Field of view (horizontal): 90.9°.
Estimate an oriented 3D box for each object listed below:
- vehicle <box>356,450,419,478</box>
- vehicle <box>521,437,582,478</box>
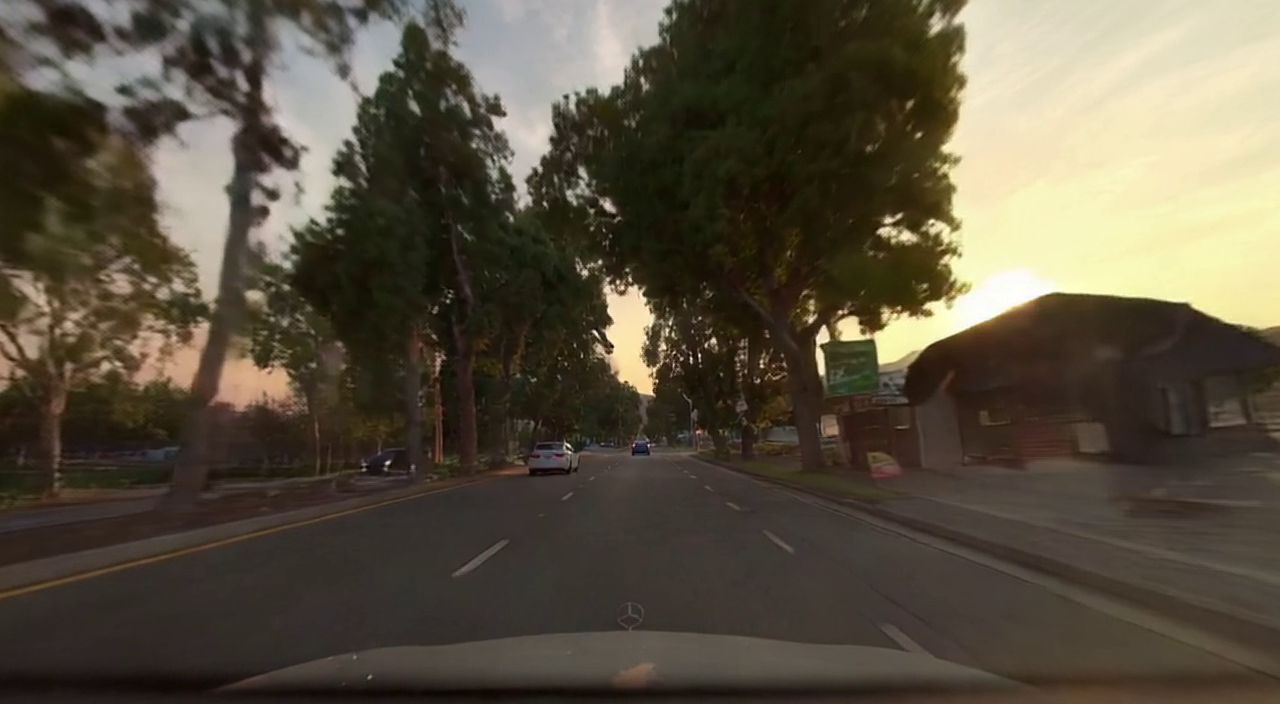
[{"bbox_3d":[-15.953,7.074,40.103,1.967,1.581,4.663,0,-8,1],"label":"vehicle"},{"bbox_3d":[-3.794,4.615,27.806,1.914,1.630,4.351,0,-8,2],"label":"vehicle"}]
